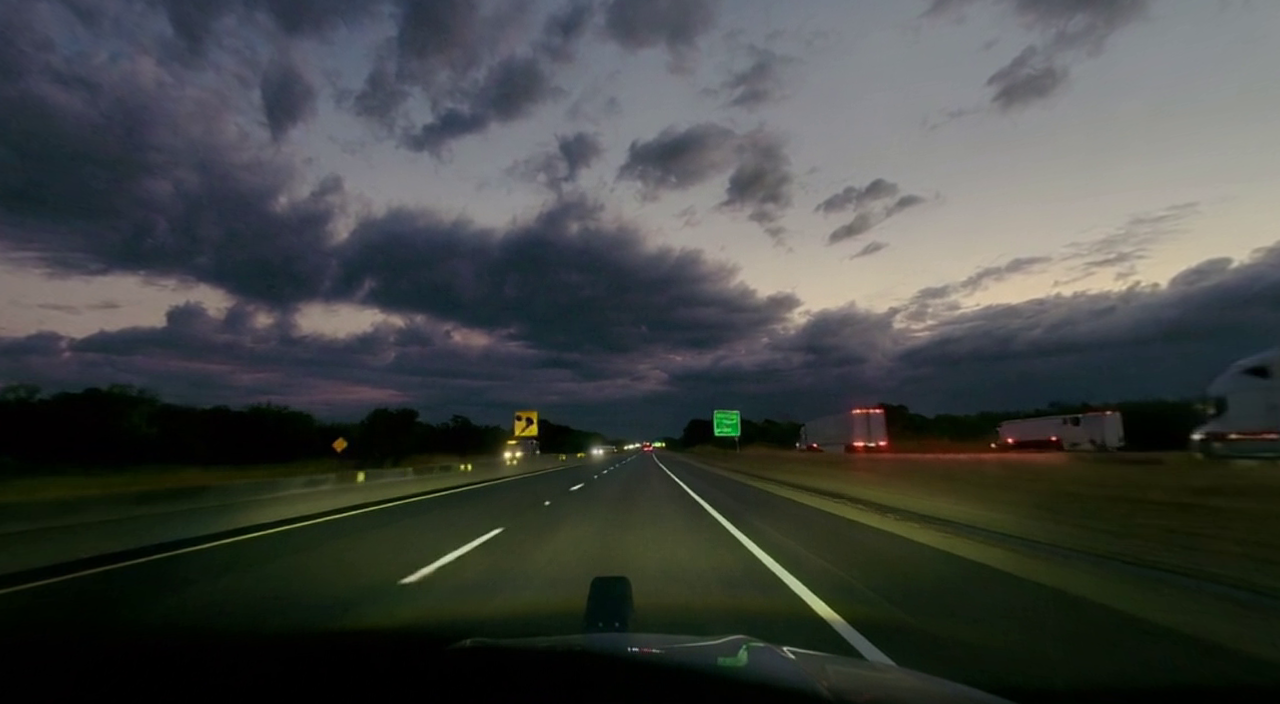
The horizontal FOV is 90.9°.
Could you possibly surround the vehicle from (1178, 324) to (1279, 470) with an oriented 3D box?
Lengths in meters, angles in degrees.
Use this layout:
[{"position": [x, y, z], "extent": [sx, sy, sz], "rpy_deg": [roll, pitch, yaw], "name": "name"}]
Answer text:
[{"position": [20.377, 1.347, 18.727], "extent": [2.928, 4.284, 6.301], "rpy_deg": [0, -9, 0], "name": "vehicle"}]
